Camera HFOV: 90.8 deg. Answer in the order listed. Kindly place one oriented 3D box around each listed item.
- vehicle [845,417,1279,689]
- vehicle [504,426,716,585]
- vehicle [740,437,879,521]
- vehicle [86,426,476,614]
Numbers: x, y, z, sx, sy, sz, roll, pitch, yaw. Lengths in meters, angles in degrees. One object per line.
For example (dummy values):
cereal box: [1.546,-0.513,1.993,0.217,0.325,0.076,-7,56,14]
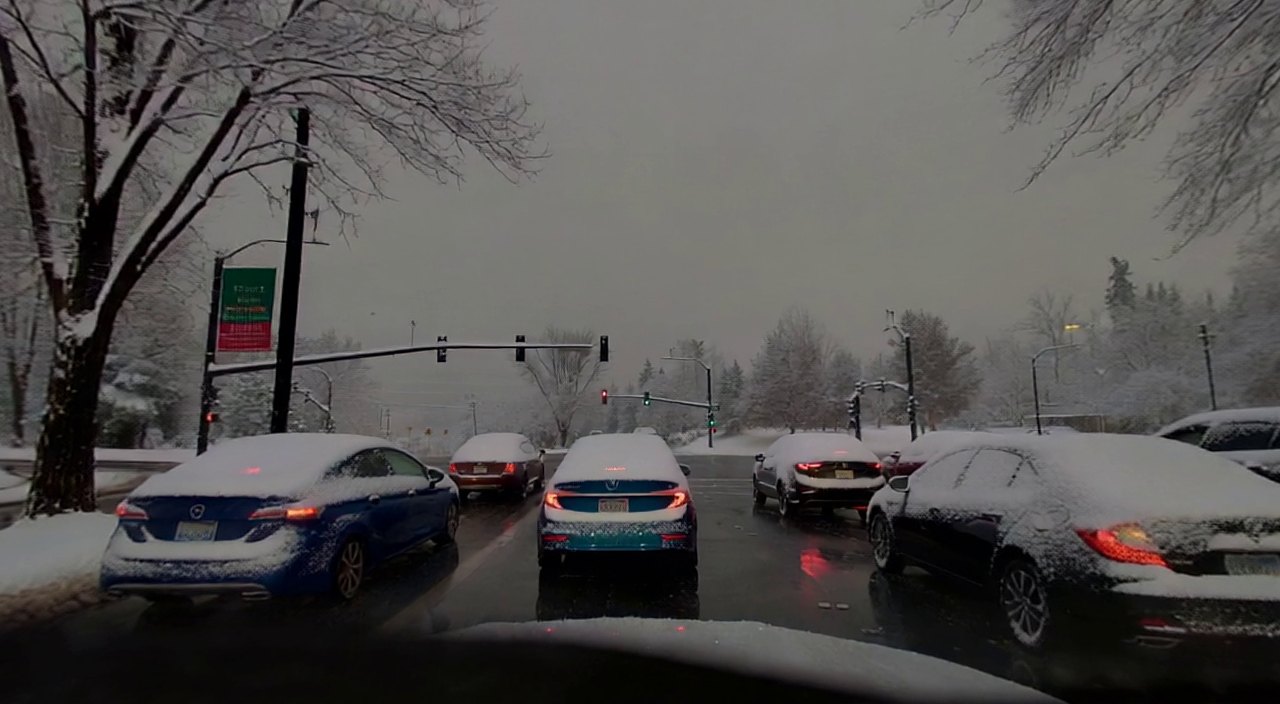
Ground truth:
vehicle: [3.600,1.440,5.764,1.953,1.471,4.470,0,-9,0]
vehicle: [-0.306,1.725,7.842,1.994,1.479,3.647,0,-9,-1]
vehicle: [3.397,2.611,13.488,1.852,1.498,3.825,0,-9,-1]
vehicle: [-3.371,1.635,7.098,1.929,1.457,4.136,0,-9,0]
